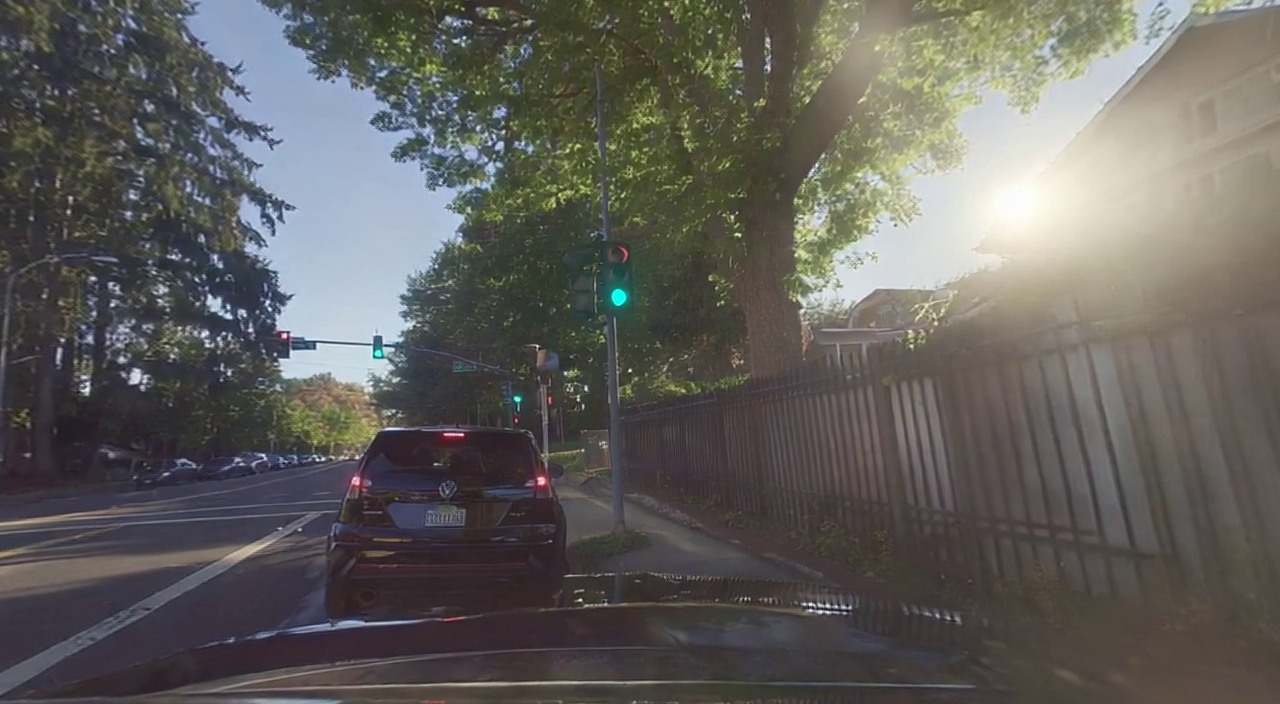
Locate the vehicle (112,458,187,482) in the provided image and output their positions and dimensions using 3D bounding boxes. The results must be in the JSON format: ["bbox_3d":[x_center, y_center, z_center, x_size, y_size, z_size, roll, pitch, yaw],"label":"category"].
[{"bbox_3d":[-36.700,8.833,47.331,3.959,1.680,1.785,1,-9,-11],"label":"vehicle"}]

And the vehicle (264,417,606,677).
[{"bbox_3d":[-1.725,1.443,5.810,2.024,1.502,3.702,2,-9,-16],"label":"vehicle"}]
